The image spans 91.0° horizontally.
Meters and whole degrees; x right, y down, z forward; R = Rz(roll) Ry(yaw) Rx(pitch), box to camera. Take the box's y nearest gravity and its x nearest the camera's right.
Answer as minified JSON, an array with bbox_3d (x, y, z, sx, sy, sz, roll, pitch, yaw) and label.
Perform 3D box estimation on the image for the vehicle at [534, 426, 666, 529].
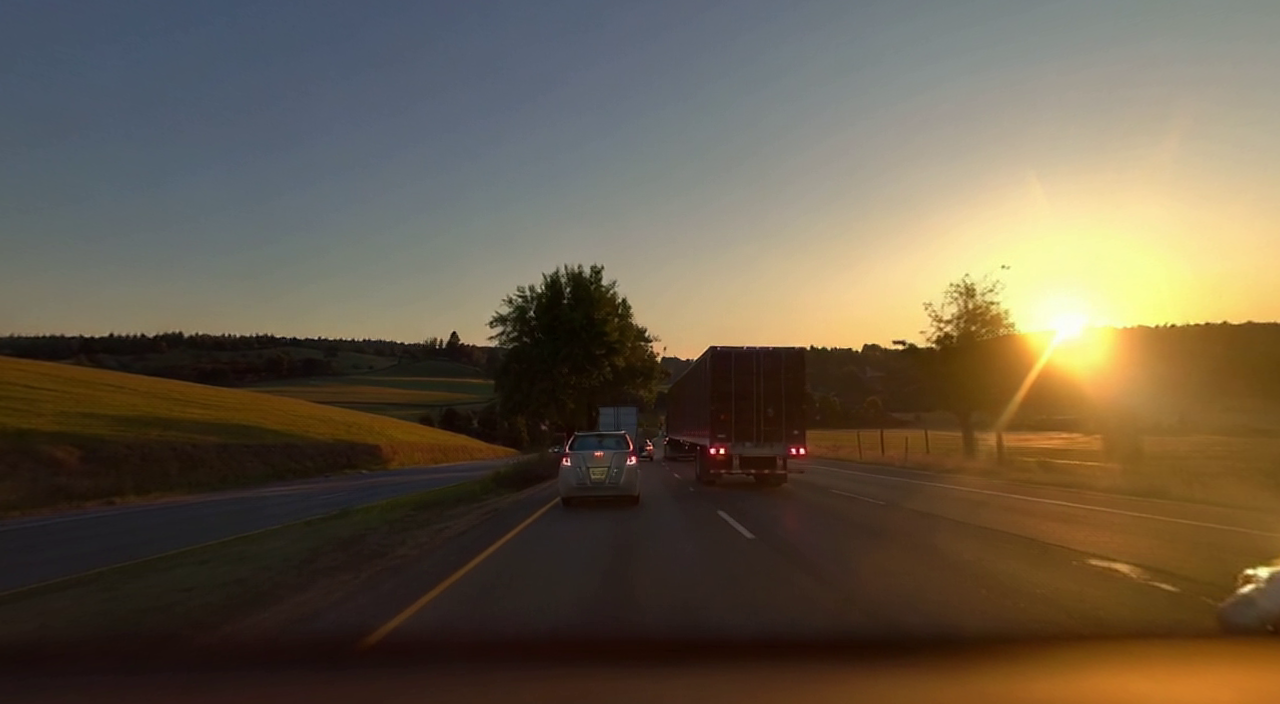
[{"bbox_3d":[-0.638,2.218,11.696,2.009,1.554,4.013,0,-8,-1],"label":"vehicle"}]

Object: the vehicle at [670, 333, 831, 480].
[{"bbox_3d":[3.602,2.751,26.739,3.591,4.290,16.696,0,-8,-1],"label":"vehicle"}]

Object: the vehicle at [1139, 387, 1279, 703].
[{"bbox_3d":[3.574,0.657,0.852,1.960,1.515,4.713,0,-8,1],"label":"vehicle"}]
